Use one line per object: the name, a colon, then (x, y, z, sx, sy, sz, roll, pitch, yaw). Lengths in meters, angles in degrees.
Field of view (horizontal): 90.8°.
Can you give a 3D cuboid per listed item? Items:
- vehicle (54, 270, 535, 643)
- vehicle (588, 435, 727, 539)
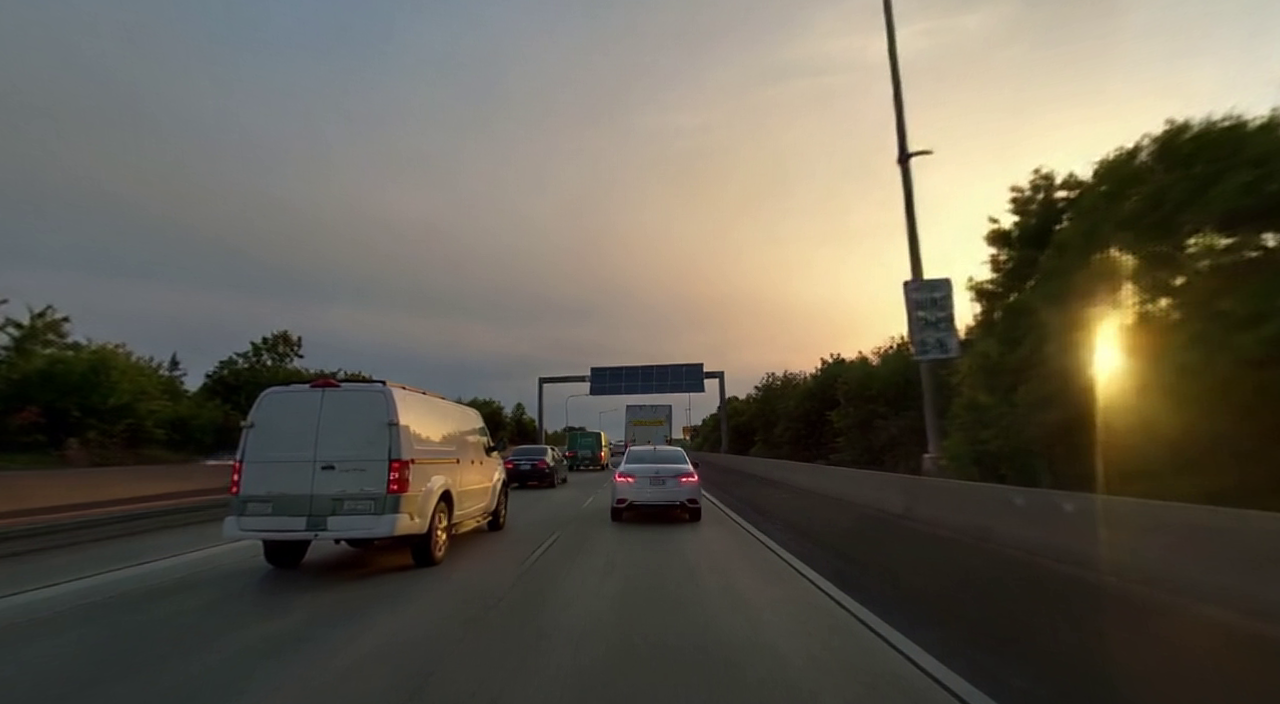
vehicle: (-3.068, 1.236, 8.068, 2.289, 2.757, 6.726, 0, -9, 0)
vehicle: (0.233, 2.277, 11.169, 2.063, 1.507, 3.488, 0, -9, -1)
